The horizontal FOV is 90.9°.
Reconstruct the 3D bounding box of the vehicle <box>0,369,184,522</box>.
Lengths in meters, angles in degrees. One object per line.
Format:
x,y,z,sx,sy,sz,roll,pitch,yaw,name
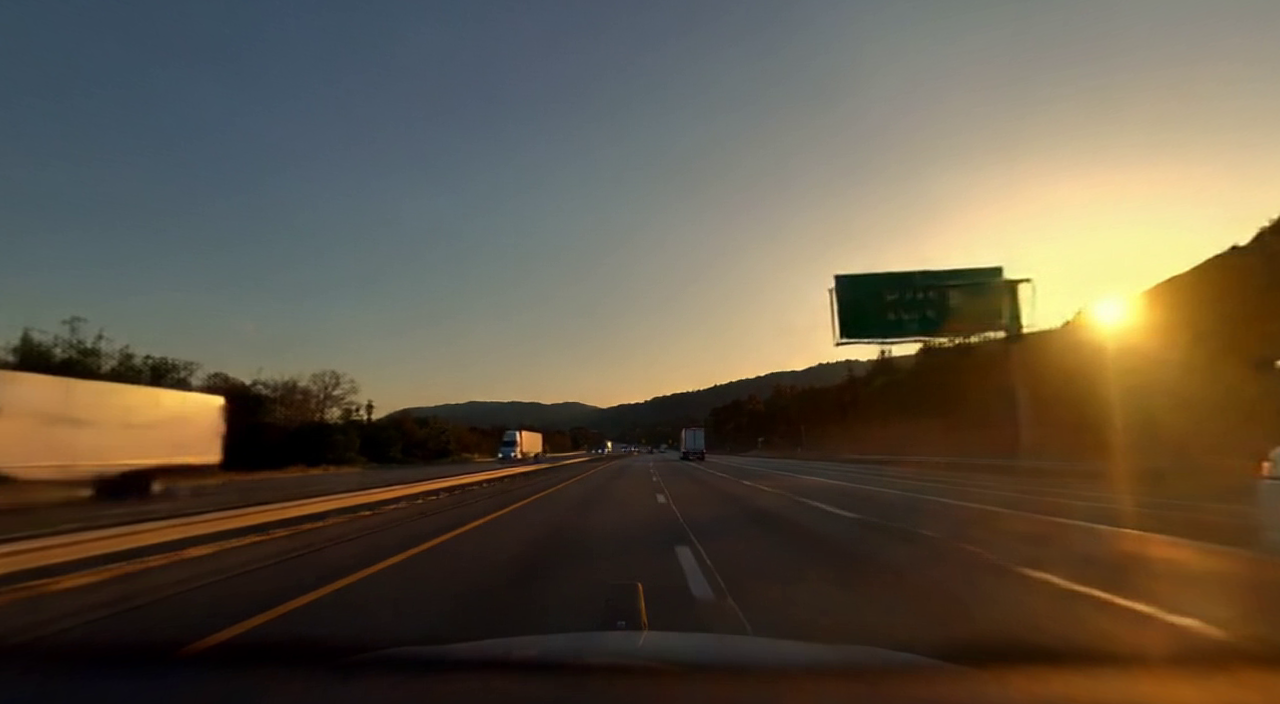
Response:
-16.301,2.240,15.041,2.750,3.529,10.573,0,-9,0,vehicle
